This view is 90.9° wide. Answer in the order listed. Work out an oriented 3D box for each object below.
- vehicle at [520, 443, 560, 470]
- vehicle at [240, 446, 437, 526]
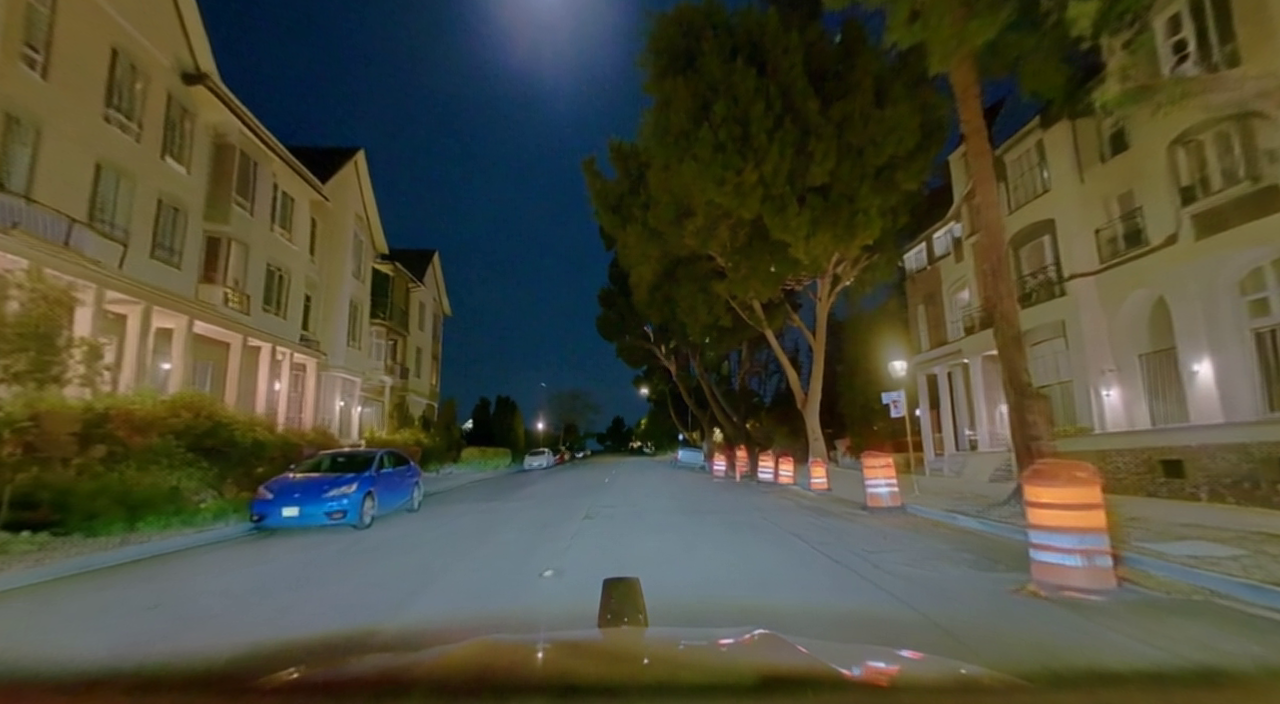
[{"bbox_3d":[-6.540,6.870,41.621,1.957,1.608,4.476,0,-8,-1],"label":"vehicle"},{"bbox_3d":[-6.486,2.898,14.299,2.137,1.481,4.503,-1,-8,2],"label":"vehicle"}]
